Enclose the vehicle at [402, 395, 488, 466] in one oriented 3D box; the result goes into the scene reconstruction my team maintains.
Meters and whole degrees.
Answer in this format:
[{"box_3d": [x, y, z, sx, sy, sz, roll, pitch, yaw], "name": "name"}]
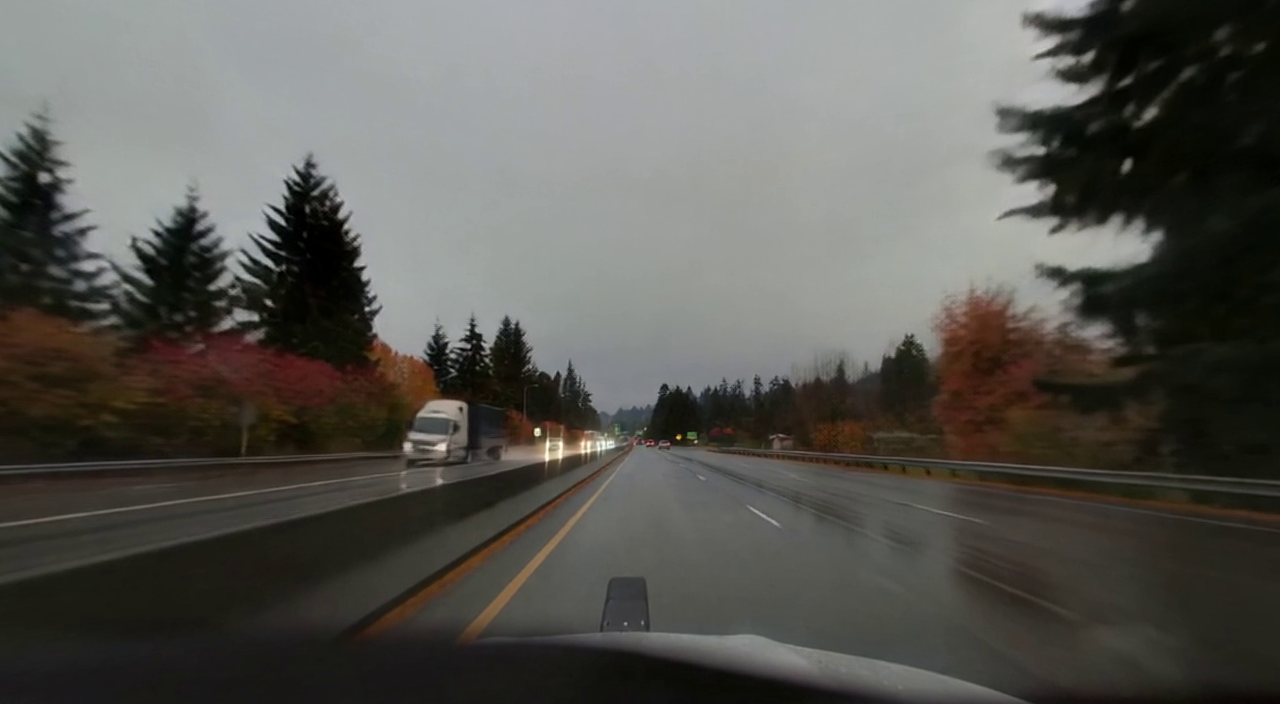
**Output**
[{"box_3d": [-11.048, 4.585, 36.285, 2.946, 3.741, 5.919, 0, -8, 0], "name": "vehicle"}]
